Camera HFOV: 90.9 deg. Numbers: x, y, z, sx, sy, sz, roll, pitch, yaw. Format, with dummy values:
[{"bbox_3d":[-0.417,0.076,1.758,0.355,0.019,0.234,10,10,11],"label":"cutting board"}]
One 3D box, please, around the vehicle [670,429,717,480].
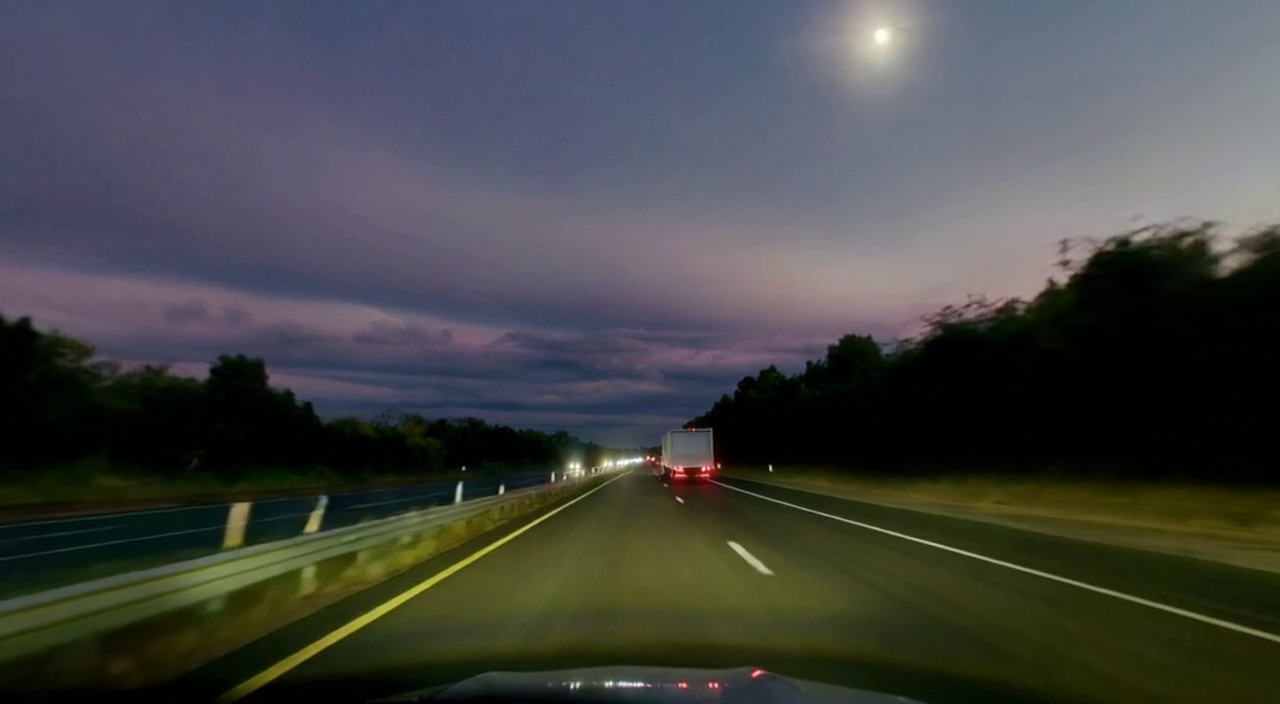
[{"bbox_3d":[3.954,7.787,47.984,2.806,3.499,5.698,-2,-9,-1],"label":"vehicle"}]
